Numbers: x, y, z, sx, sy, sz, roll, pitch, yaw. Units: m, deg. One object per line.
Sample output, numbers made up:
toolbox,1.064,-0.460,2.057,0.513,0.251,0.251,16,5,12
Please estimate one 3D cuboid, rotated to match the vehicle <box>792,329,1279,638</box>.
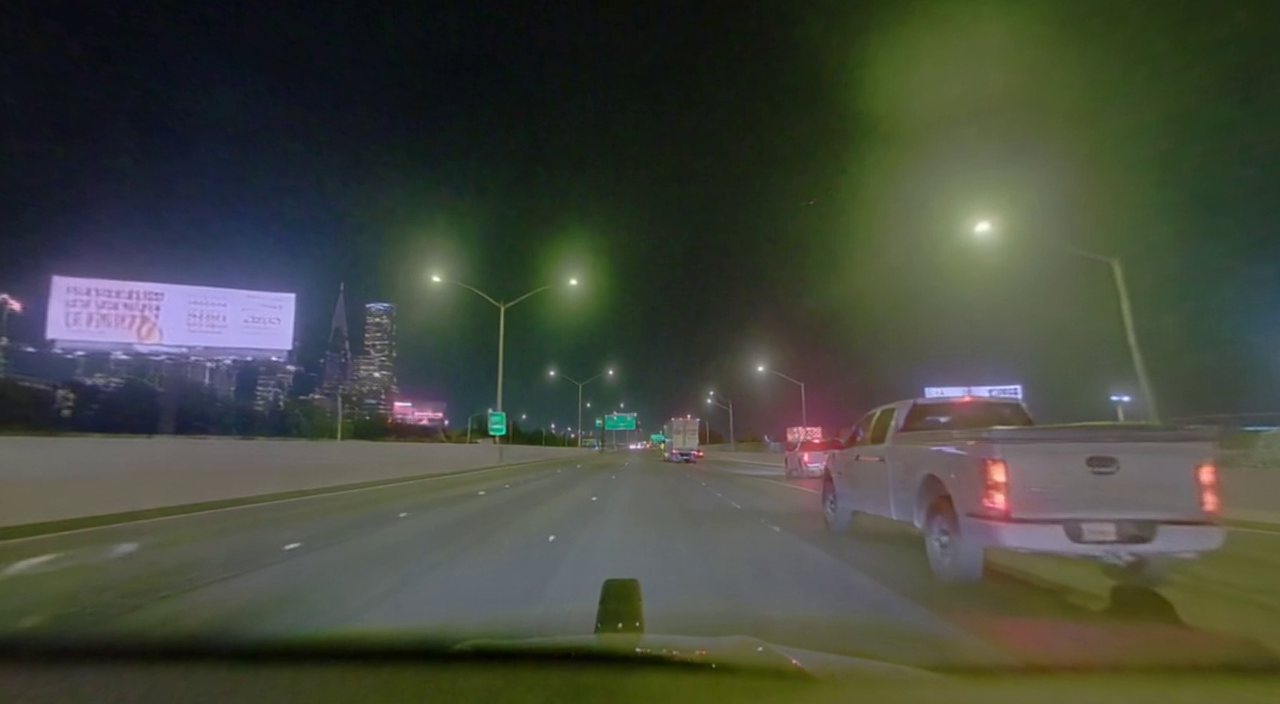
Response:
vehicle,3.987,1.385,7.596,2.740,2.157,6.300,0,-9,0
